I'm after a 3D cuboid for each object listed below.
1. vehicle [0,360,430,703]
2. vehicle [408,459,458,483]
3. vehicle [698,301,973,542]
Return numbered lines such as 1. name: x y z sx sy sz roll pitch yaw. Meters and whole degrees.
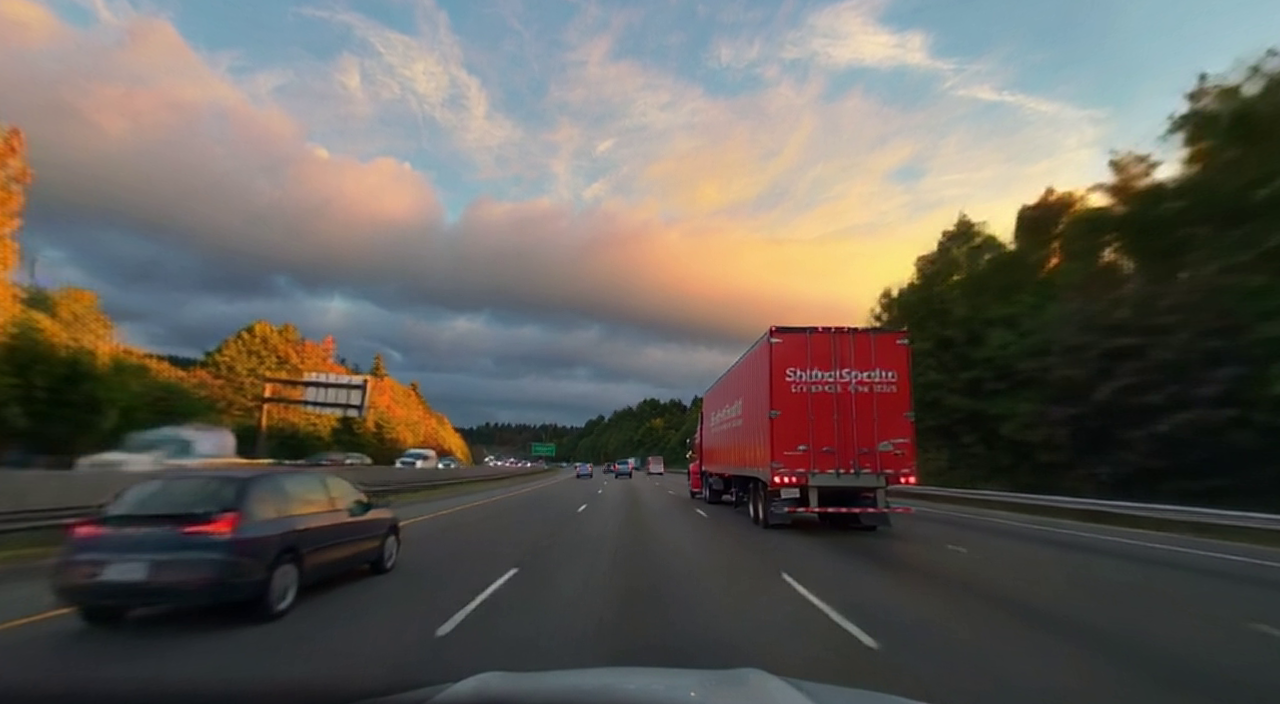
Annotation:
1. vehicle: -3.571 1.323 5.166 2.070 1.775 4.646 1 -10 0
2. vehicle: -13.785 7.964 42.212 1.863 1.466 4.421 1 -10 -1
3. vehicle: 4.096 2.444 18.262 2.992 4.300 13.967 1 -10 -2
